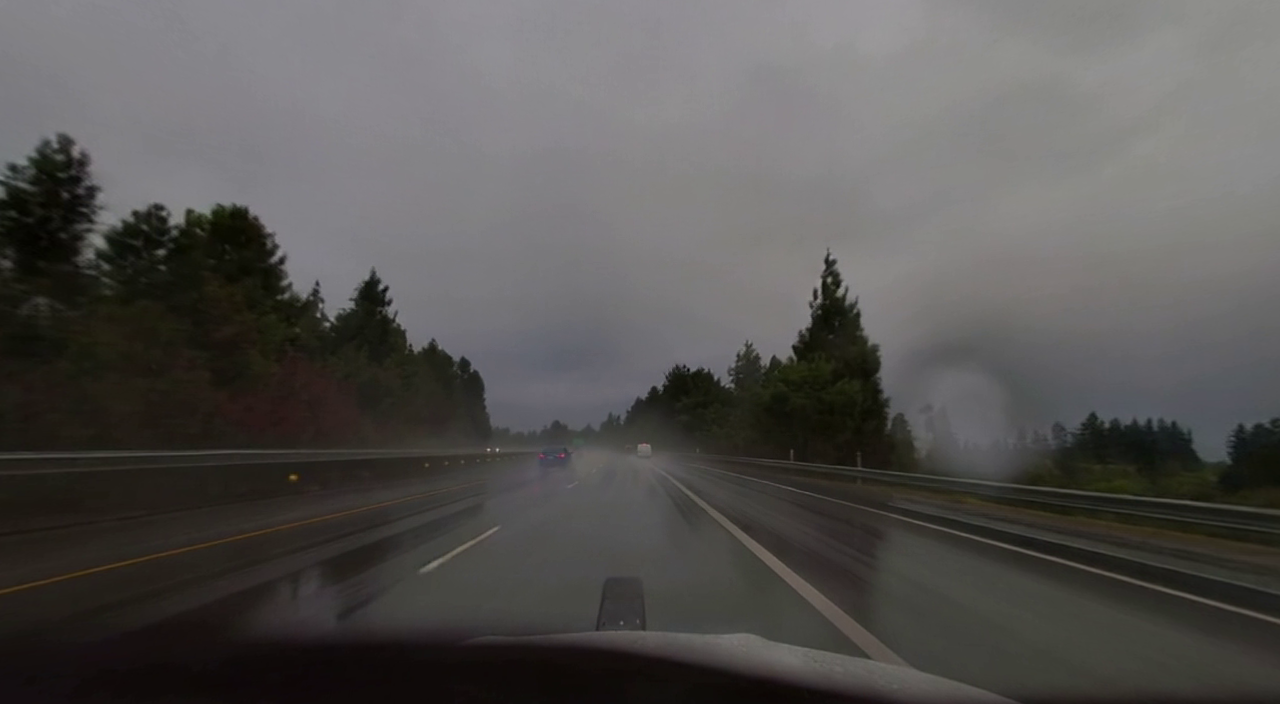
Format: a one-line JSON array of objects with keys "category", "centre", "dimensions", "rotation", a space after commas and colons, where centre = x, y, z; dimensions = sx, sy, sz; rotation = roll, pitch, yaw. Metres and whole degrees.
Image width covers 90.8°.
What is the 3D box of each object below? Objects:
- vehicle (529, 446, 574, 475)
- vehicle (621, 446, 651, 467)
[{"category": "vehicle", "centre": [-4.869, 6.016, 35.324], "dimensions": [1.957, 1.499, 4.965], "rotation": [0, -8, -1]}, {"category": "vehicle", "centre": [-0.334, 7.688, 46.627], "dimensions": [2.031, 1.483, 3.417], "rotation": [0, -9, -3]}]
